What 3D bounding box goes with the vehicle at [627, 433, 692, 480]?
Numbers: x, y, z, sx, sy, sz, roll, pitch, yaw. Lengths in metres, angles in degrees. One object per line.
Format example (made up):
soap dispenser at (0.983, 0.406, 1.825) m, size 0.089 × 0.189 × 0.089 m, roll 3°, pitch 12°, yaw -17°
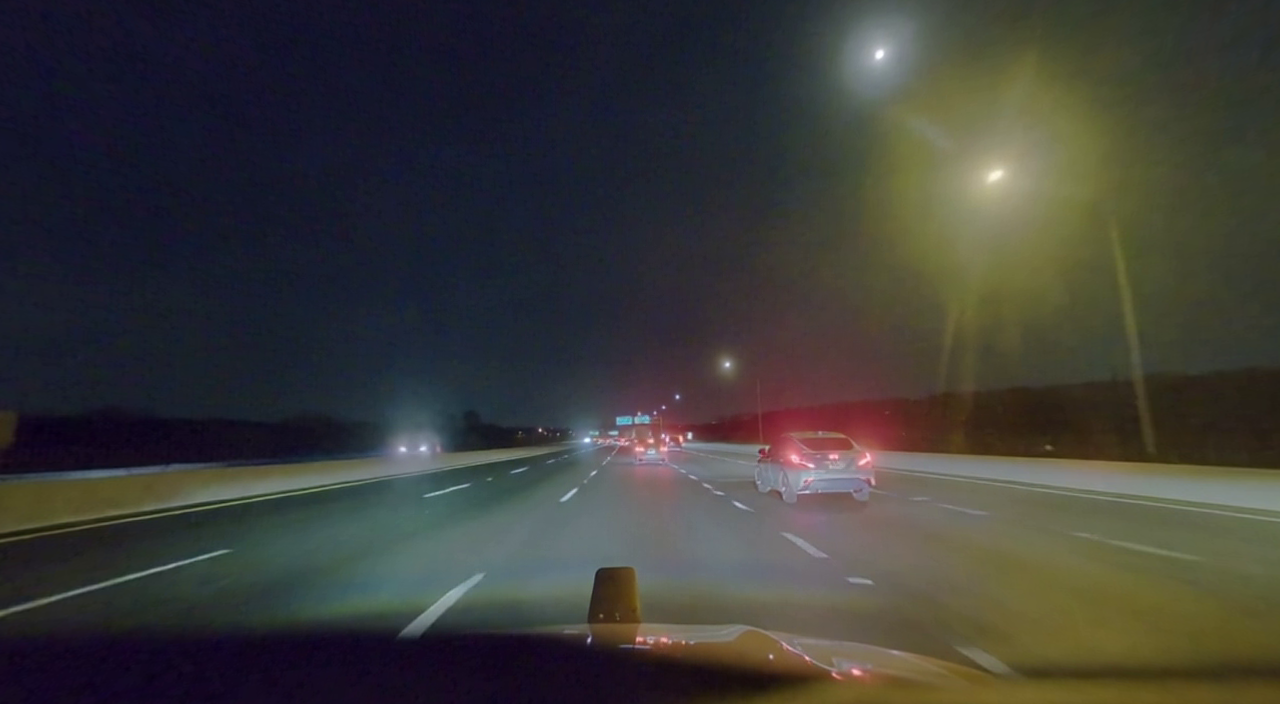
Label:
vehicle at (0.576, 3.599, 22.018) m, size 2.046 × 1.467 × 3.844 m, roll 0°, pitch -8°, yaw -2°
